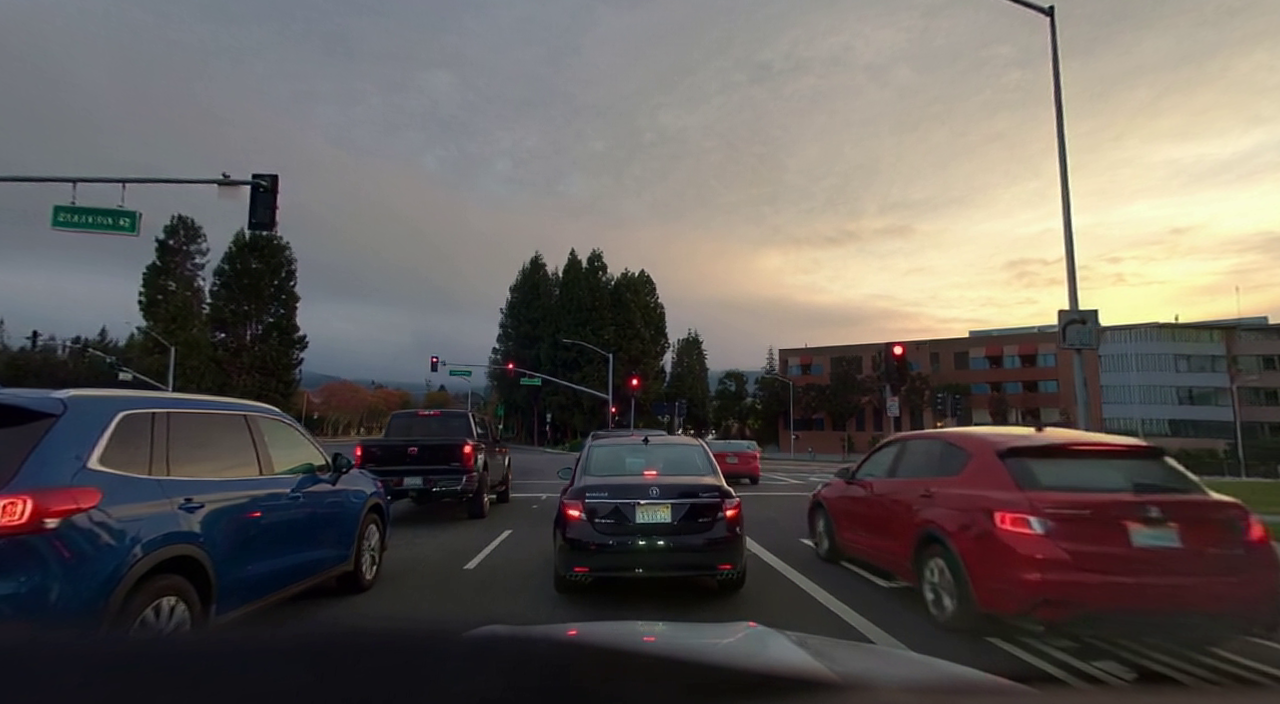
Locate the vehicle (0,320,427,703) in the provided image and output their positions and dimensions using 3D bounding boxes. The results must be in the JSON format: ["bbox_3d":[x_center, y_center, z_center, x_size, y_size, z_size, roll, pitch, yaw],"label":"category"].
[{"bbox_3d":[-3.171,1.055,4.476,1.924,1.737,4.387,0,-9,-2],"label":"vehicle"}]

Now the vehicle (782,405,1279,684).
[{"bbox_3d":[3.075,1.418,5.970,2.100,1.524,4.746,0,-9,-3],"label":"vehicle"}]

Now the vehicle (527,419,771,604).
[{"bbox_3d":[-0.061,1.636,7.456,2.001,1.483,4.442,0,-9,-4],"label":"vehicle"}]

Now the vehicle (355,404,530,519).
[{"bbox_3d":[-3.912,2.312,13.816,2.305,1.984,5.586,0,-8,-3],"label":"vehicle"}]
